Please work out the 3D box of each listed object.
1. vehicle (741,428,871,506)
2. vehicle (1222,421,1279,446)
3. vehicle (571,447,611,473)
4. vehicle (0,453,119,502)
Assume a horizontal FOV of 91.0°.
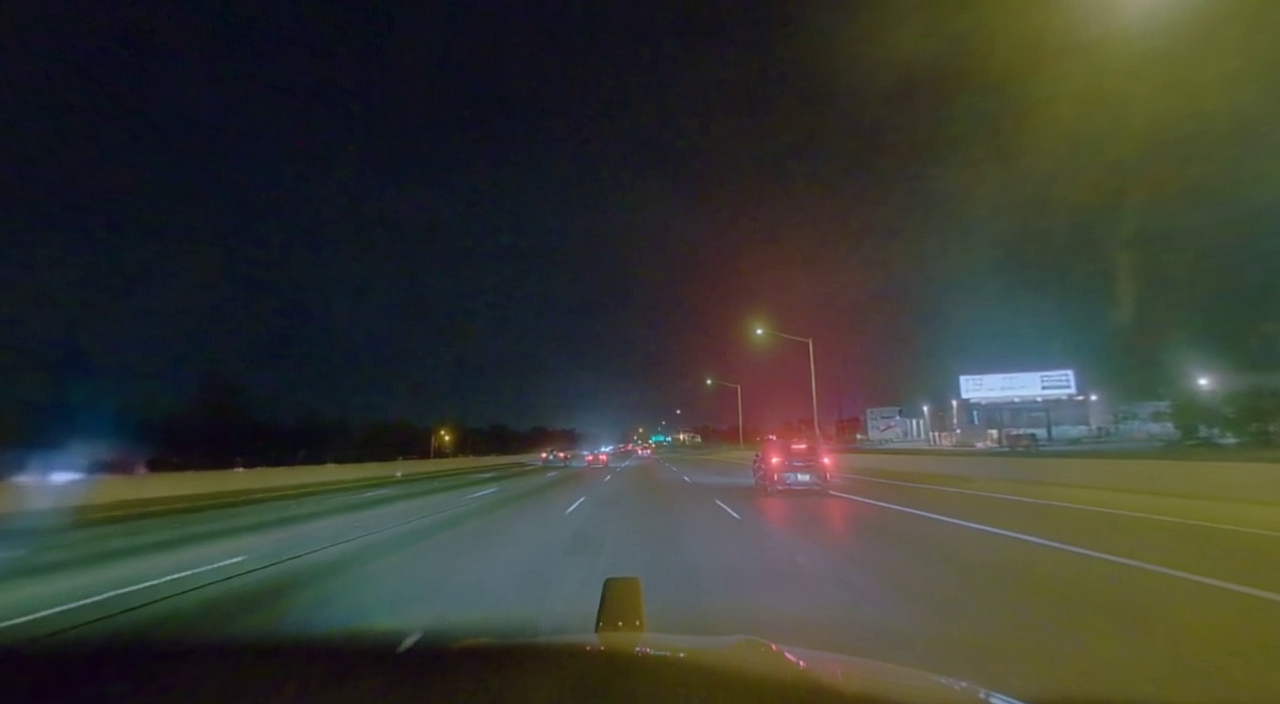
[{"bbox_3d":[4.197,3.006,16.851,2.109,1.764,4.704,0,-9,-1],"label":"vehicle"},{"bbox_3d":[44.927,5.840,45.017,4.543,1.707,1.983,0,-9,-1],"label":"vehicle"},{"bbox_3d":[-3.016,6.728,39.436,2.139,1.510,4.506,0,-9,0],"label":"vehicle"},{"bbox_3d":[-23.567,4.749,24.244,2.206,1.671,5.566,0,-9,0],"label":"vehicle"}]
